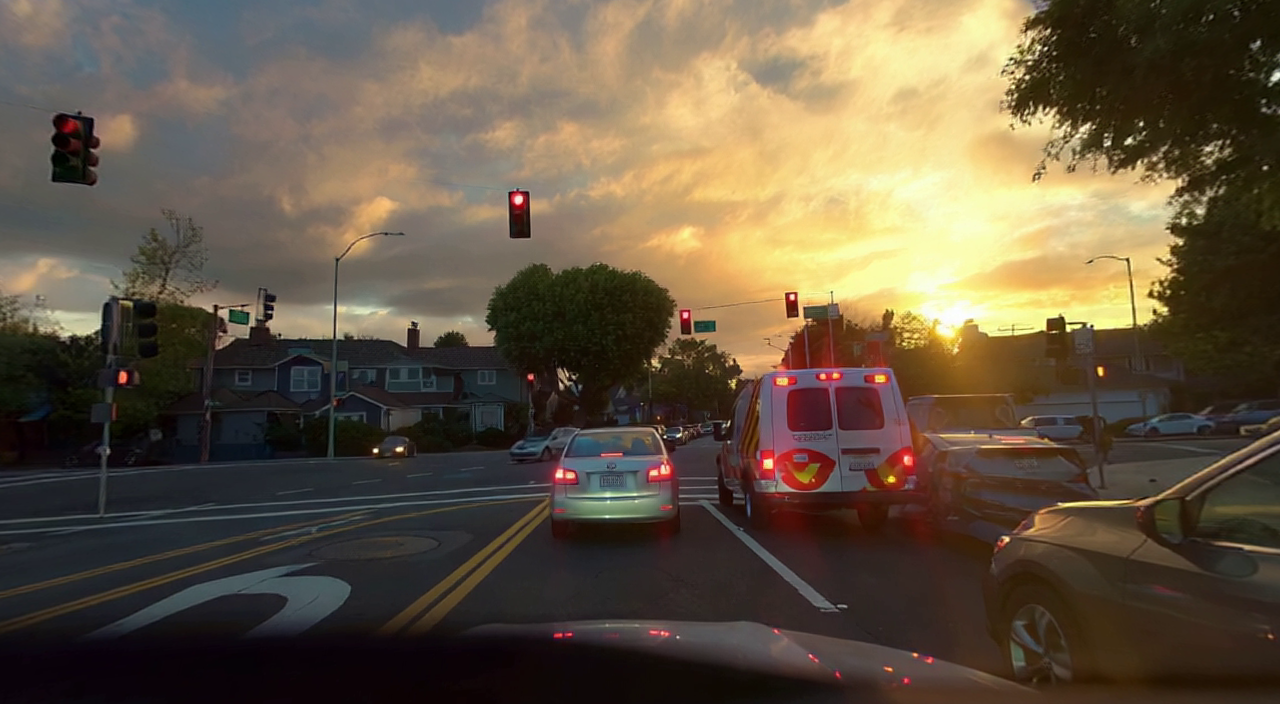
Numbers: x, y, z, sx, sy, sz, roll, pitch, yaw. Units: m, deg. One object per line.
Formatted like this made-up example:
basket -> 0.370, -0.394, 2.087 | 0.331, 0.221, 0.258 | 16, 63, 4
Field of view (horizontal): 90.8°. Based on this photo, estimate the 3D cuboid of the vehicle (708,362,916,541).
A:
vehicle -> 2.891, 1.884, 12.368 | 2.406, 2.687, 5.521 | 0, -8, -1

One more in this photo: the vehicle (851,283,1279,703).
vehicle -> 2.852, 0.894, 2.854 | 2.194, 1.820, 4.652 | 0, -8, 0

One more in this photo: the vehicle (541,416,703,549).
vehicle -> -0.268, 1.977, 10.189 | 2.114, 1.707, 3.725 | 0, -8, -1

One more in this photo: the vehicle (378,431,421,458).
vehicle -> -17.733, 6.877, 46.875 | 2.246, 1.880, 4.454 | 1, -8, -12
